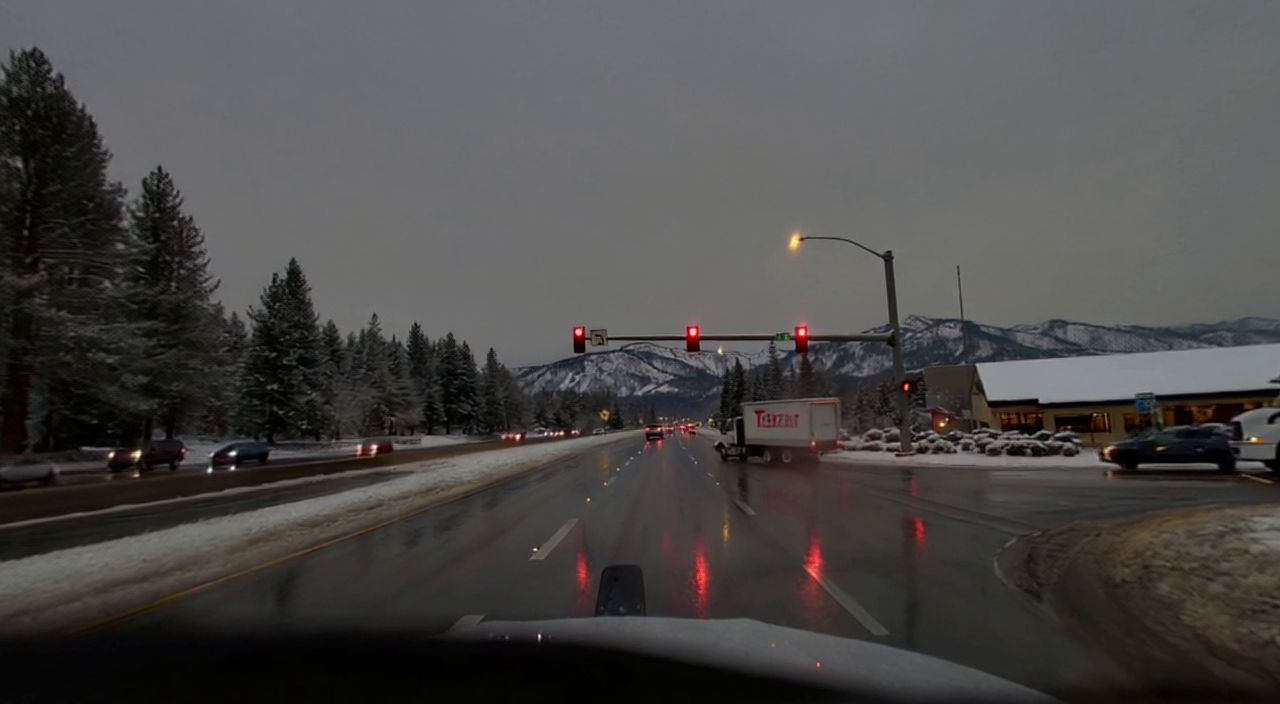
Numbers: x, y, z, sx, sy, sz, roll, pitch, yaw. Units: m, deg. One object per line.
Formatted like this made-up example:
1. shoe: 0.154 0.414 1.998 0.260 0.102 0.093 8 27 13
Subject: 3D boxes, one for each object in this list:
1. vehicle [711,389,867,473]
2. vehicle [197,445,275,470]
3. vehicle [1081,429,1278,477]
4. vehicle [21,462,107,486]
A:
1. vehicle: 6.730 3.802 29.669 3.237 3.414 7.088 5 -10 -27
2. vehicle: -26.211 6.836 40.926 1.868 1.469 4.746 0 -9 1
3. vehicle: 17.841 3.368 21.048 4.508 1.493 1.907 -2 -9 17
4. vehicle: -39.806 8.439 43.520 1.689 1.434 3.999 -2 -9 13
